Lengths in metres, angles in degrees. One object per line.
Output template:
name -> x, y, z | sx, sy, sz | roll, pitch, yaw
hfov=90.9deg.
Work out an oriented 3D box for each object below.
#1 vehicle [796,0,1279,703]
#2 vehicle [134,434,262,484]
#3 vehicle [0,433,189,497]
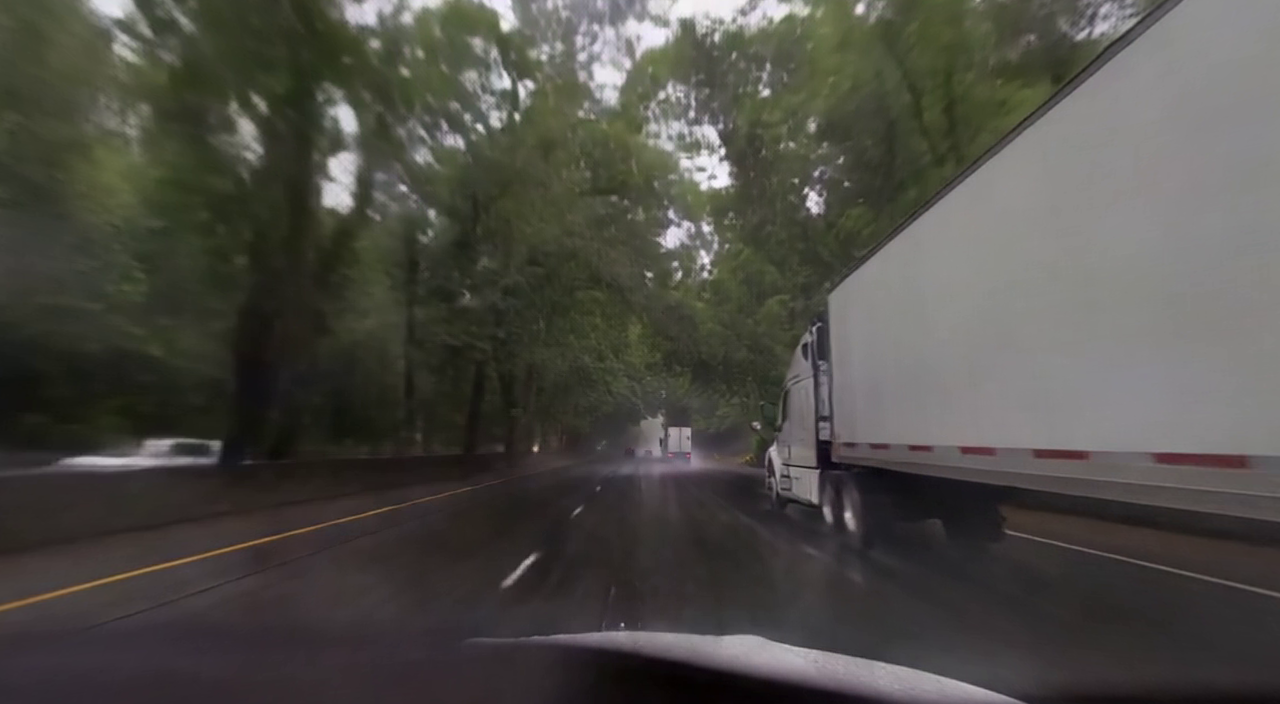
vehicle -> 4.124, -0.052, 3.872 | 2.950, 4.033, 13.276 | 0, -9, 0
vehicle -> -15.182, 3.699, 21.928 | 1.678, 1.547, 3.763 | 0, -9, 0
vehicle -> -15.072, 3.040, 17.323 | 1.855, 1.494, 4.724 | 0, -9, 0
